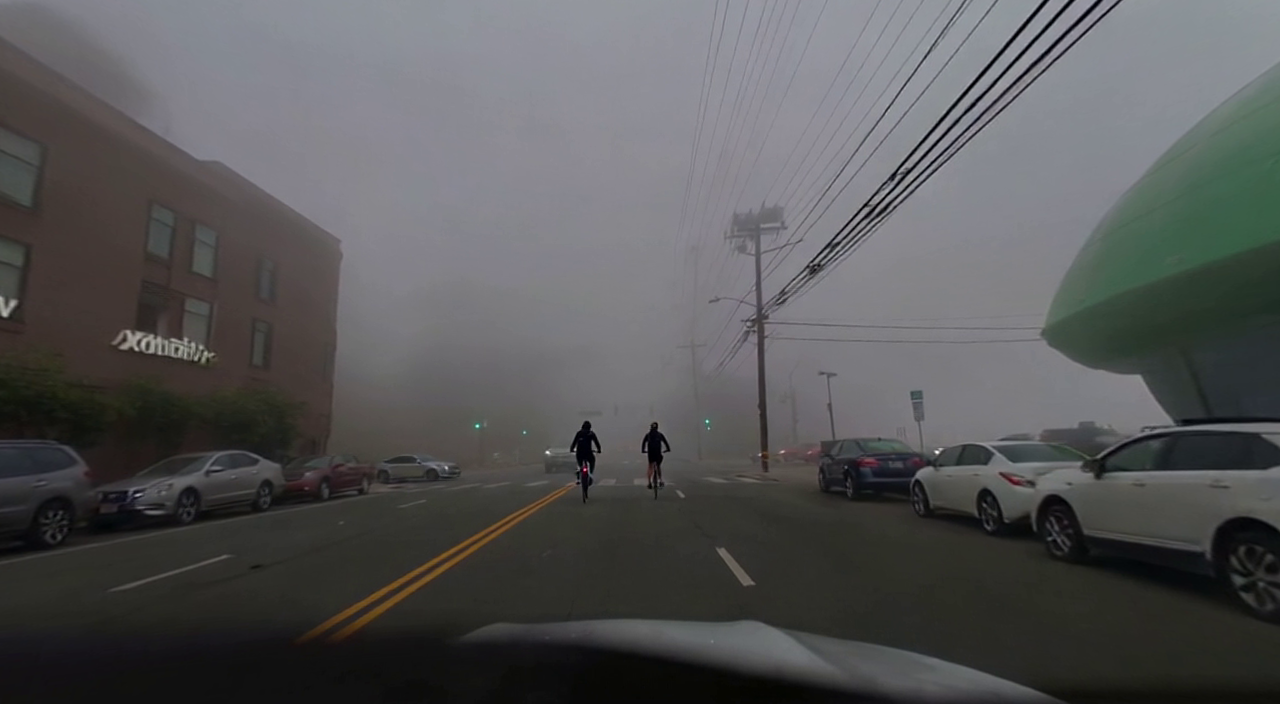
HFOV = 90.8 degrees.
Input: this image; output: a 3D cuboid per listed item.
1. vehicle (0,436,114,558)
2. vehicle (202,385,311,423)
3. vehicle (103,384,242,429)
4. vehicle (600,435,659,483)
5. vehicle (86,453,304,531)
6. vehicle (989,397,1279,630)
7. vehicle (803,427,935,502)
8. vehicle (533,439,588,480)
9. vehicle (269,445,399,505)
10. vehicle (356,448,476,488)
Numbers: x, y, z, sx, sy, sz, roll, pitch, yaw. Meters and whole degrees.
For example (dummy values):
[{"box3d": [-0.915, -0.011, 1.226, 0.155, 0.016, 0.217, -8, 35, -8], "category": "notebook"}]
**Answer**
[{"box3d": [-10.420, 2.110, 9.053, 1.937, 1.780, 4.477, 0, -8, -1], "category": "vehicle"}, {"box3d": [-17.160, 2.368, 28.398, 3.685, 1.584, 1.708, 1, -9, -3], "category": "vehicle"}, {"box3d": [-17.309, 2.048, 23.522, 3.750, 1.495, 1.727, -1, -8, -2], "category": "vehicle"}, {"box3d": [-0.404, 4.283, 25.535, 2.190, 1.783, 4.048, 0, -8, -1], "category": "vehicle"}, {"box3d": [-10.316, 3.224, 15.211, 1.904, 1.495, 4.585, 0, -8, 0], "category": "vehicle"}, {"box3d": [5.543, 1.366, 6.001, 1.972, 1.623, 4.469, 0, -8, 2], "category": "vehicle"}, {"box3d": [5.779, 2.875, 16.540, 1.873, 1.714, 3.979, 0, -8, -1], "category": "vehicle"}, {"box3d": [-4.026, 5.514, 32.798, 2.184, 1.954, 4.898, 0, -8, 0], "category": "vehicle"}, {"box3d": [-10.280, 4.113, 21.771, 2.075, 1.816, 4.900, 0, -8, -1], "category": "vehicle"}, {"box3d": [-10.788, 5.622, 30.740, 4.961, 1.832, 2.287, 0, -8, 0], "category": "vehicle"}]
